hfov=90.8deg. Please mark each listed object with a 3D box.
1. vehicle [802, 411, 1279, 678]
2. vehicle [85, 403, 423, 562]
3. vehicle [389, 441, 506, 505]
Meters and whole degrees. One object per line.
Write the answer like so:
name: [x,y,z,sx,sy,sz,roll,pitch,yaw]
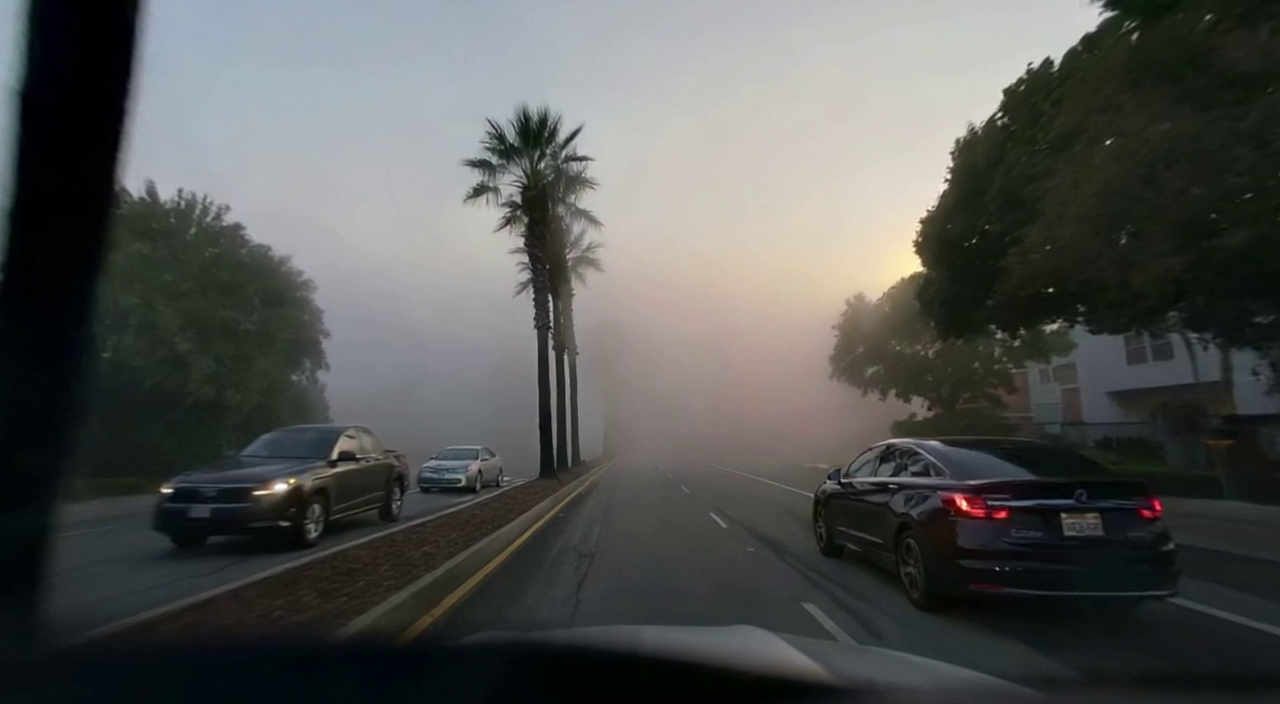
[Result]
vehicle: [3.159,1.443,5.970,1.989,1.492,4.689,0,-9,0]
vehicle: [-5.225,1.854,9.746,1.917,1.756,5.264,0,-9,-1]
vehicle: [-4.870,3.104,16.663,1.798,1.441,4.309,0,-9,-1]
